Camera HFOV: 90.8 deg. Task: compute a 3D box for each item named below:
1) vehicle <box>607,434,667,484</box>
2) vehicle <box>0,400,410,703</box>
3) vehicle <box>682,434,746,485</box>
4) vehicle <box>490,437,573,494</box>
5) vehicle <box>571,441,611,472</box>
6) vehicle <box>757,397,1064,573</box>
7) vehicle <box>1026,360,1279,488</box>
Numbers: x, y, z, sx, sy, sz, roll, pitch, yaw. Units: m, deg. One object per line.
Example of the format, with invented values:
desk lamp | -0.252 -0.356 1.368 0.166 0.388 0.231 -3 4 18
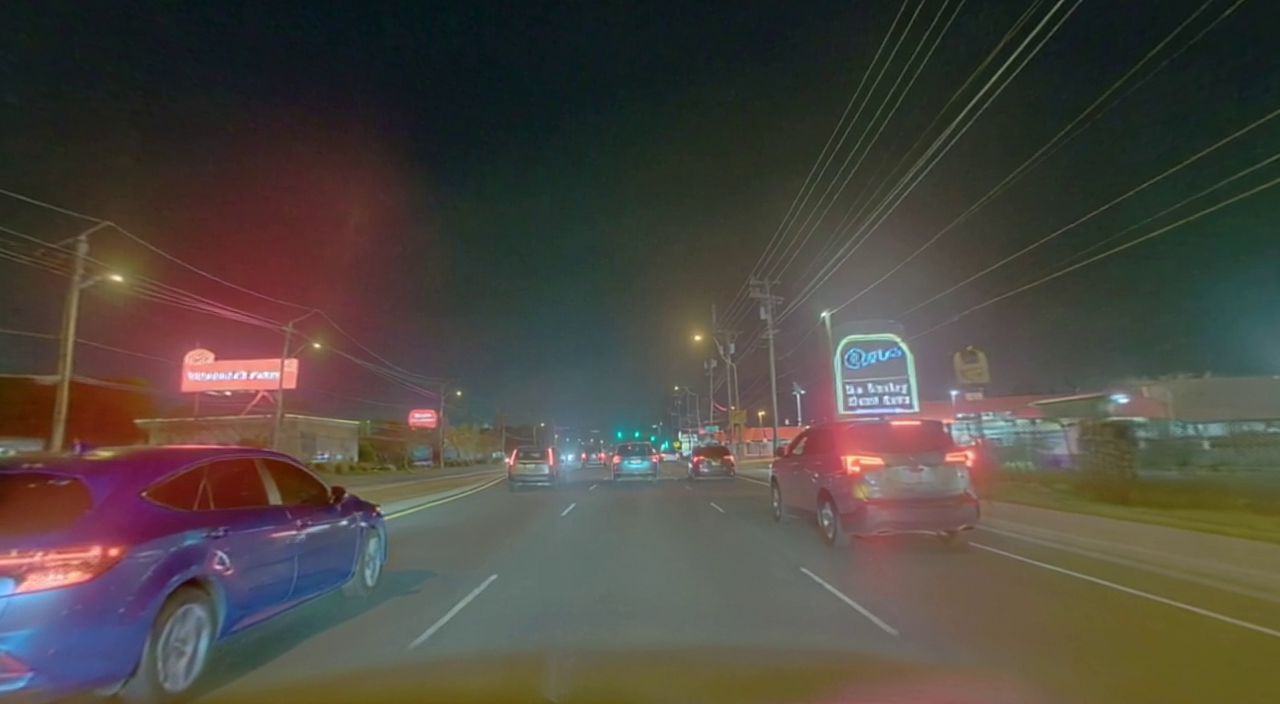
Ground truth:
vehicle | -0.153 4.479 26.757 2.326 1.925 4.253 0 -8 -1
vehicle | -3.231 1.166 3.791 2.022 1.498 4.471 0 -8 0
vehicle | 2.969 4.417 26.282 2.026 1.904 4.102 0 -8 -1
vehicle | -3.448 3.687 20.844 2.051 1.671 3.861 0 -8 0
vehicle | -3.342 7.319 44.618 2.405 2.009 5.909 0 -8 -1
vehicle | 3.407 1.810 9.400 2.282 1.897 4.915 0 -8 -1
vehicle | 12.551 1.866 15.799 2.477 2.665 5.203 0 -8 1
